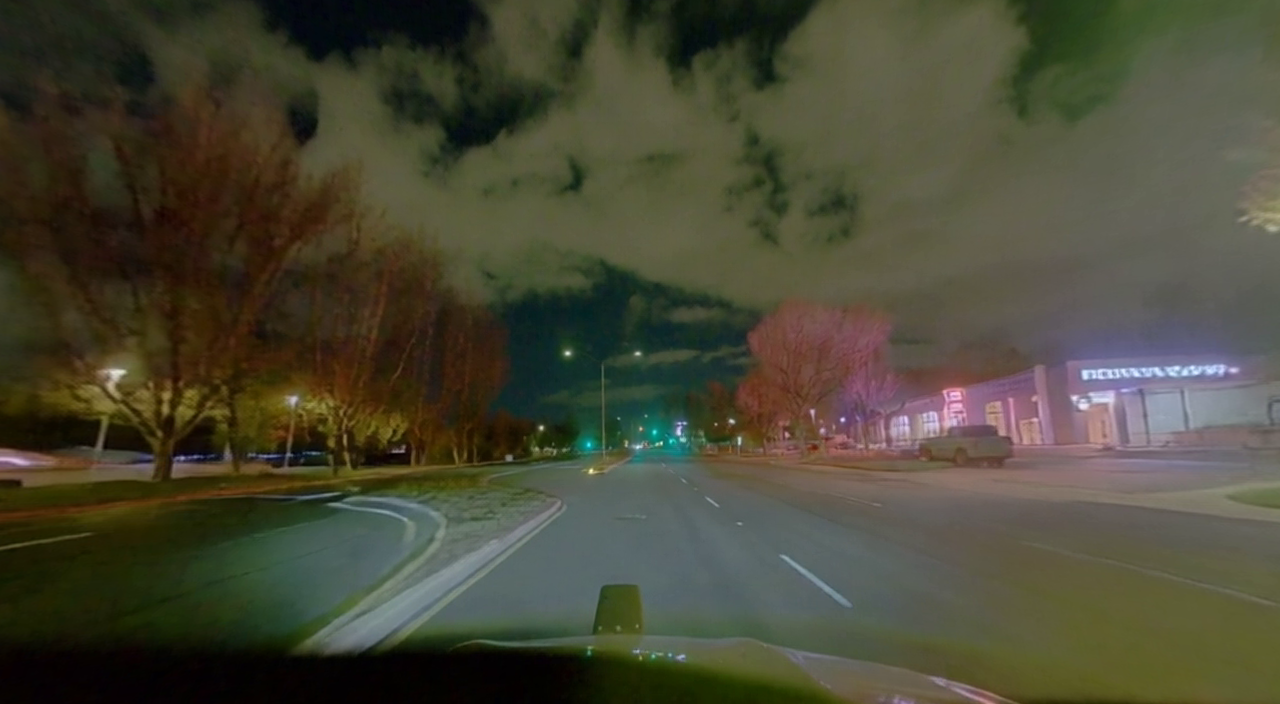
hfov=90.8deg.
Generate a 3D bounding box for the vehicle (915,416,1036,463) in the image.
[{"bbox_3d":[14.897,3.990,28.572,2.195,1.926,5.466,0,-9,-4],"label":"vehicle"}]
